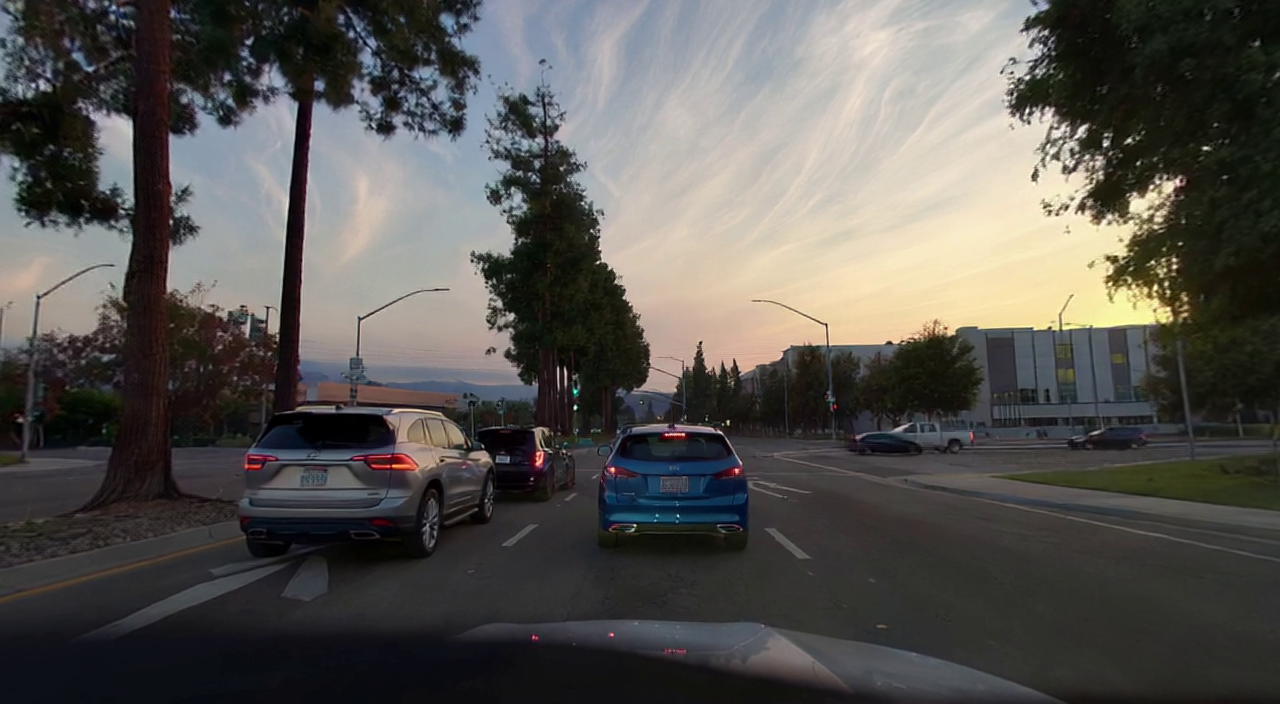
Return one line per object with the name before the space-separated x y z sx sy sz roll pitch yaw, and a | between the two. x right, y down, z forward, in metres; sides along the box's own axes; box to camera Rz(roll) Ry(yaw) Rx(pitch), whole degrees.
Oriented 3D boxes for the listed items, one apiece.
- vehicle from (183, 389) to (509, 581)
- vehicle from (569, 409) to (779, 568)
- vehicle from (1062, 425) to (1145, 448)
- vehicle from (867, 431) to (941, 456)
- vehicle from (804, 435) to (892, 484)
vehicle | -3.256 1.589 8.237 2.085 1.812 4.388 0 -8 1
vehicle | 0.382 1.747 8.772 2.189 1.649 4.171 0 -8 1
vehicle | 33.753 6.210 45.968 4.632 1.580 1.801 -5 -10 31
vehicle | 18.714 6.497 44.708 4.629 1.687 1.824 -4 -9 24
vehicle | 7.434 3.859 22.942 2.067 1.599 4.251 -1 -8 5
